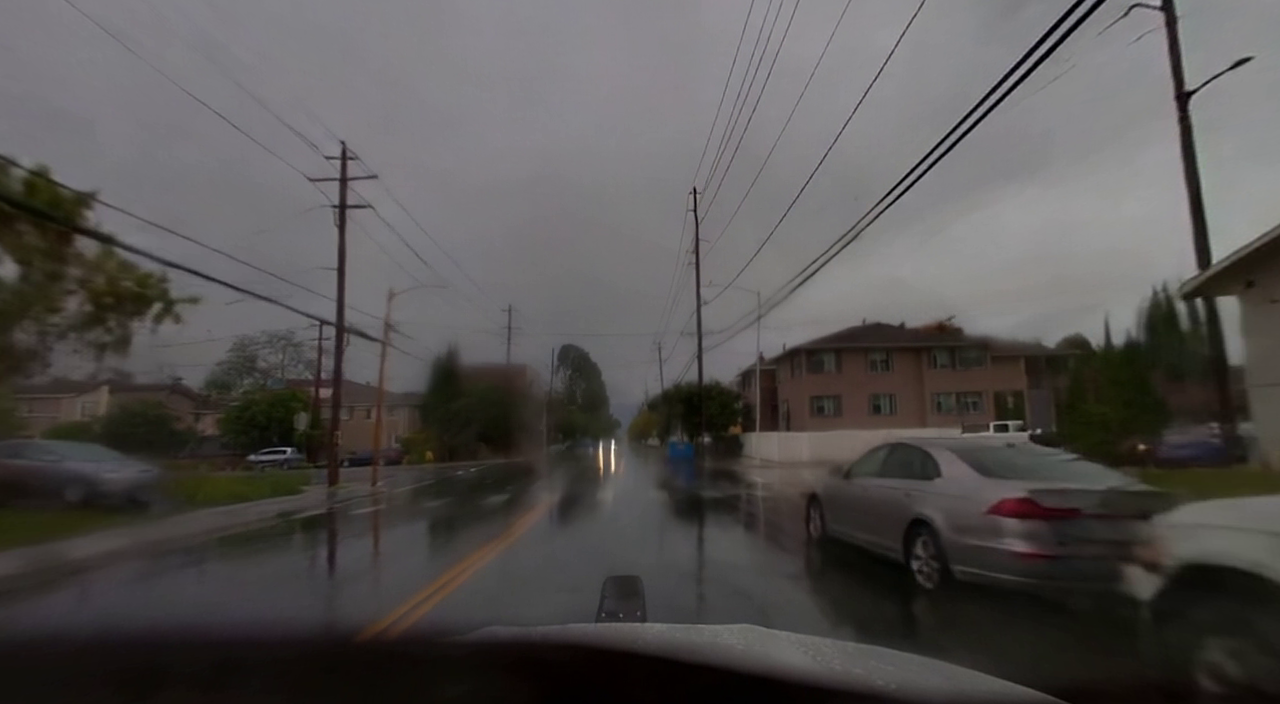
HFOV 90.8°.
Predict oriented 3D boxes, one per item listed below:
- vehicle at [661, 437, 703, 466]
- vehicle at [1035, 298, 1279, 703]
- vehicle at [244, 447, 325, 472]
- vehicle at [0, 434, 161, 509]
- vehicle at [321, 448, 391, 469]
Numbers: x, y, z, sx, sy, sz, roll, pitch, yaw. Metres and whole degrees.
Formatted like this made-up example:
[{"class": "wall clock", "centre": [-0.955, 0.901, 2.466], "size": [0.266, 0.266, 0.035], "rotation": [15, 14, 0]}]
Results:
[{"class": "vehicle", "centre": [2.402, 5.789, 36.806], "size": [1.999, 1.604, 4.065], "rotation": [0, -9, -2]}, {"class": "vehicle", "centre": [3.179, 0.545, 0.841], "size": [2.146, 1.781, 4.634], "rotation": [0, -9, -2]}, {"class": "vehicle", "centre": [-25.042, 7.597, 44.654], "size": [1.814, 1.462, 4.703], "rotation": [-8, -10, 30]}, {"class": "vehicle", "centre": [-16.820, 3.403, 18.076], "size": [4.822, 1.868, 2.015], "rotation": [3, -10, -38]}, {"class": "vehicle", "centre": [-22.013, 8.234, 49.080], "size": [1.797, 1.446, 4.694], "rotation": [-4, -9, 30]}]
